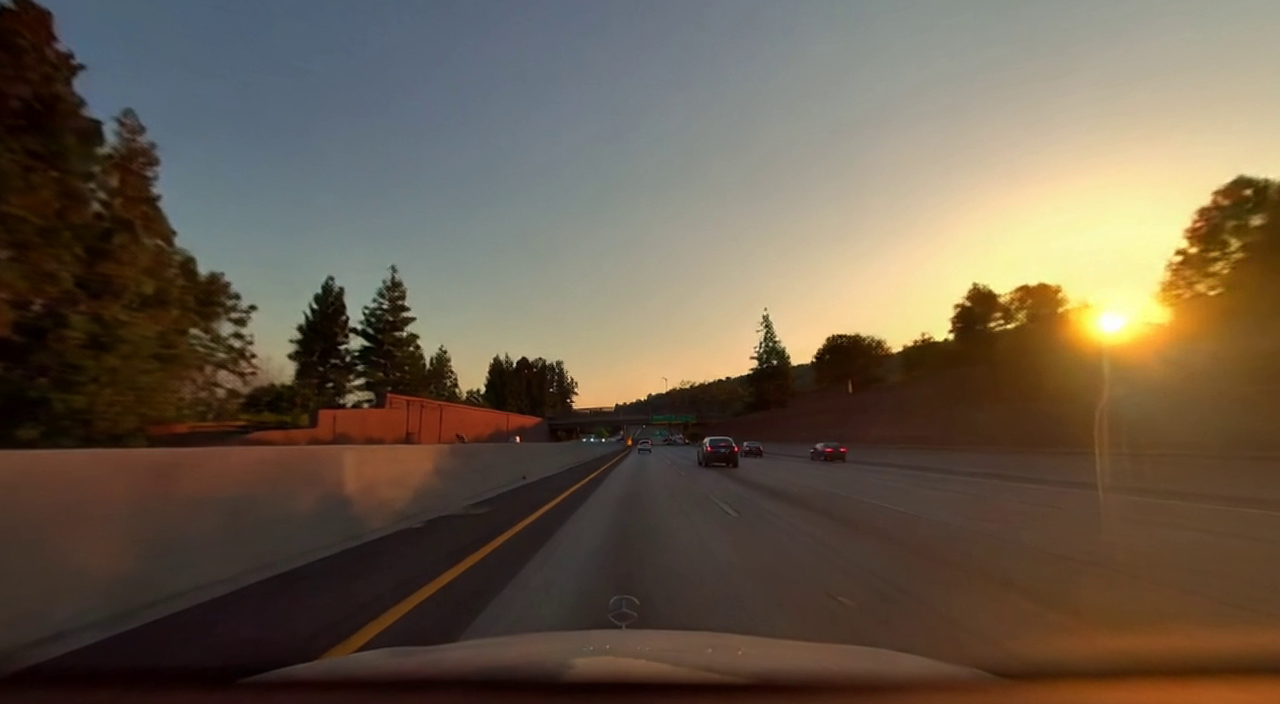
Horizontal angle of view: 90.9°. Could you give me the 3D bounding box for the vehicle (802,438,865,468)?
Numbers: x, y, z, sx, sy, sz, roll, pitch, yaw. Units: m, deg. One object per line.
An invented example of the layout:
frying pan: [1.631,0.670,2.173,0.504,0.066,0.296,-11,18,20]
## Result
vehicle: [10.445,5.483,34.409,1.970,1.479,4.480,0,-8,0]

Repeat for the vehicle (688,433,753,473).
vehicle: [3.517,4.506,28.335,2.326,1.644,4.206,0,-8,-1]
